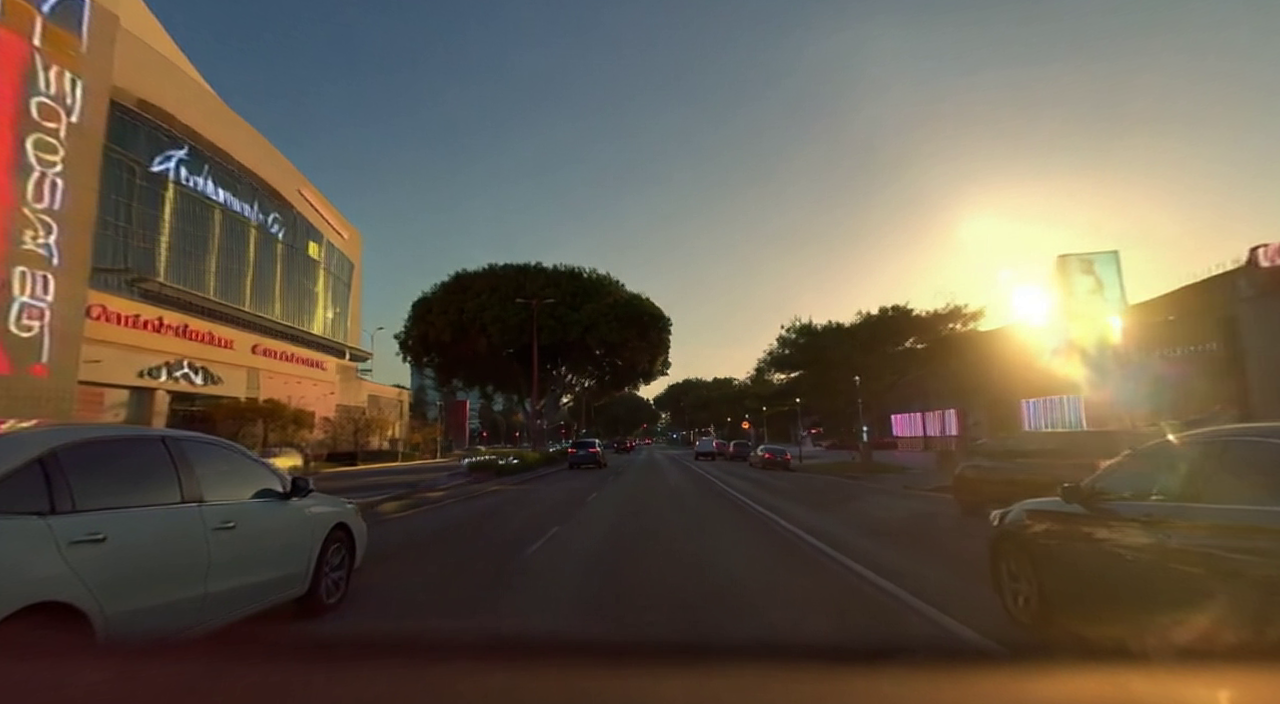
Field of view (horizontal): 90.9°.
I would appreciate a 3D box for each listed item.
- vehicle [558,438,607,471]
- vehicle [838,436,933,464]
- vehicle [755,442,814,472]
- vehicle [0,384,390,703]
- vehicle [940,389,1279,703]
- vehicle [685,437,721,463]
[{"bbox_3d":[-2.813,5.130,31.849,1.917,1.511,4.436,-1,-8,2],"label":"vehicle"},{"bbox_3d":[15.975,6.386,41.212,5.370,1.699,1.996,-8,-11,42],"label":"vehicle"},{"bbox_3d":[7.606,5.586,33.731,1.976,1.469,4.576,0,-8,-1],"label":"vehicle"},{"bbox_3d":[-3.389,1.004,3.157,2.155,1.504,4.776,-1,-8,2],"label":"vehicle"},{"bbox_3d":[3.313,0.920,2.504,1.981,1.499,4.536,0,-8,0],"label":"vehicle"},{"bbox_3d":[4.354,6.800,43.974,2.007,1.683,4.171,0,-8,-1],"label":"vehicle"}]
